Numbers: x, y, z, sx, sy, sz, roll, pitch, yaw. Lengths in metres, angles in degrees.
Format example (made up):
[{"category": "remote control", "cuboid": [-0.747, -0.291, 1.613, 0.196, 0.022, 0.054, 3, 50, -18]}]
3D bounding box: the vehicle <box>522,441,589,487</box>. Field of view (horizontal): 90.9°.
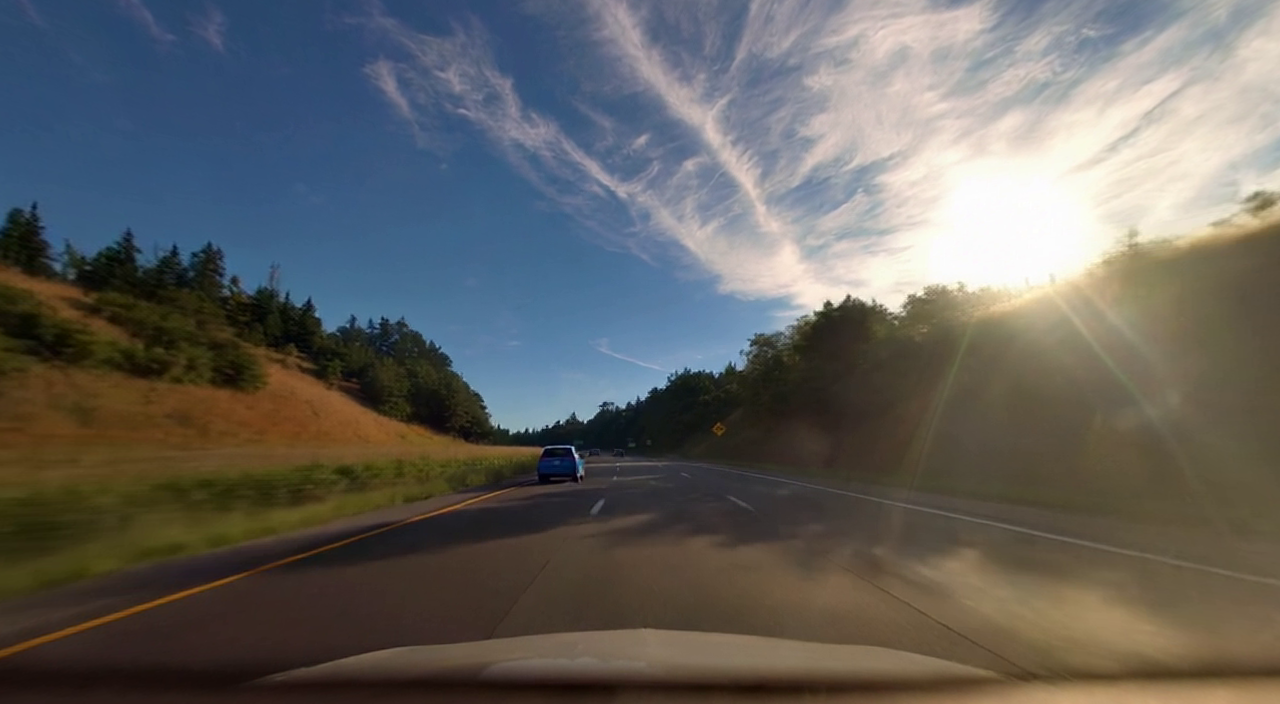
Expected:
[{"category": "vehicle", "cuboid": [-3.267, 4.425, 25.154, 2.115, 1.670, 4.261, 0, -9, 0]}]
